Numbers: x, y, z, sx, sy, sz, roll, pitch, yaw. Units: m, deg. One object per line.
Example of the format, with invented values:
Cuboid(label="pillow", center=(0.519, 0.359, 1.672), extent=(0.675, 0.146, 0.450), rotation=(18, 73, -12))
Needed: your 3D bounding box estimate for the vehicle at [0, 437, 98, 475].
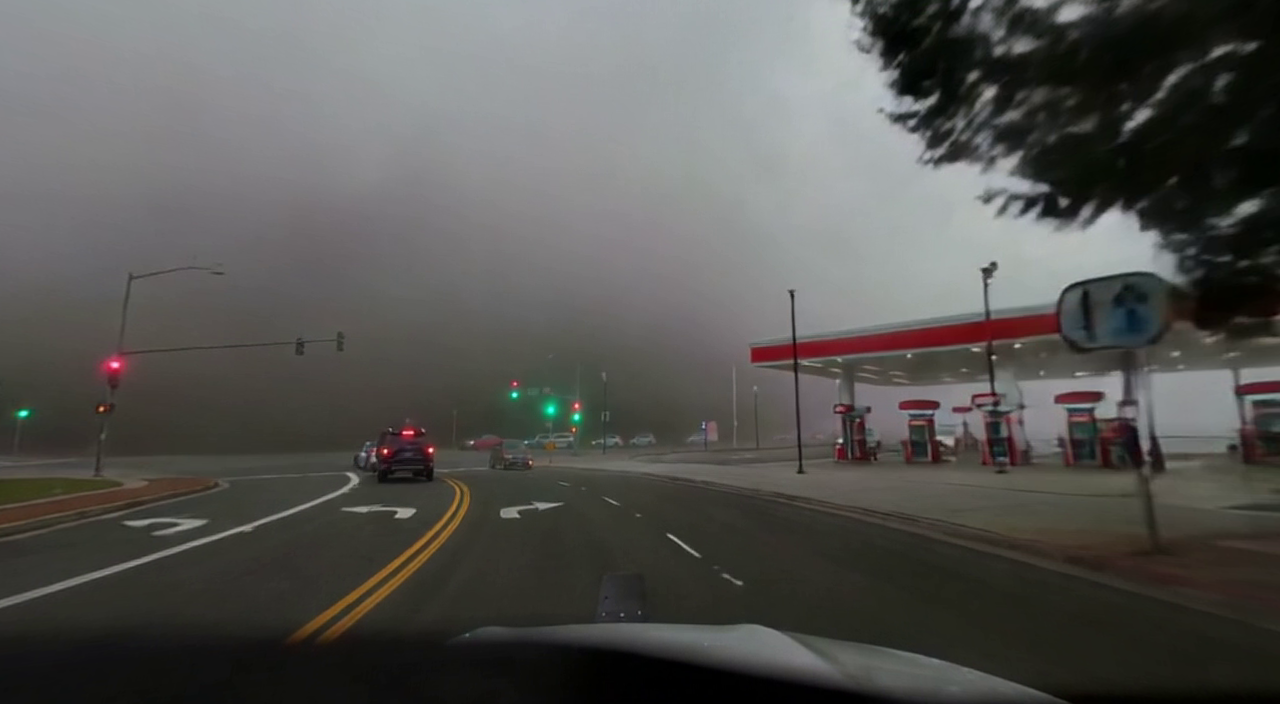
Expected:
Cuboid(label="vehicle", center=(-29.847, 5.060, 30.797), extent=(4.632, 1.757, 2.073), rotation=(6, -10, -32))

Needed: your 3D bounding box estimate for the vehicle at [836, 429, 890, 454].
Cuboid(label="vehicle", center=(17.131, 6.860, 48.237), extent=(2.160, 1.764, 4.595), rotation=(-7, -11, 43))

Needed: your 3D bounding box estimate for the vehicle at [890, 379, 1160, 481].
Cuboid(label="vehicle", center=(13.657, 2.917, 23.028), extent=(2.906, 3.106, 7.741), rotation=(8, -12, -43))

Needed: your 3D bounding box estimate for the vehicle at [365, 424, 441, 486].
Cuboid(label="vehicle", center=(-8.843, 3.761, 23.206), extent=(2.254, 2.006, 4.766), rotation=(4, -9, -23))

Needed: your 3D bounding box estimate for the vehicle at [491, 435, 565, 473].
Cuboid(label="vehicle", center=(-5.869, 5.238, 32.599), extent=(2.202, 1.822, 4.826), rotation=(5, -10, -30))
